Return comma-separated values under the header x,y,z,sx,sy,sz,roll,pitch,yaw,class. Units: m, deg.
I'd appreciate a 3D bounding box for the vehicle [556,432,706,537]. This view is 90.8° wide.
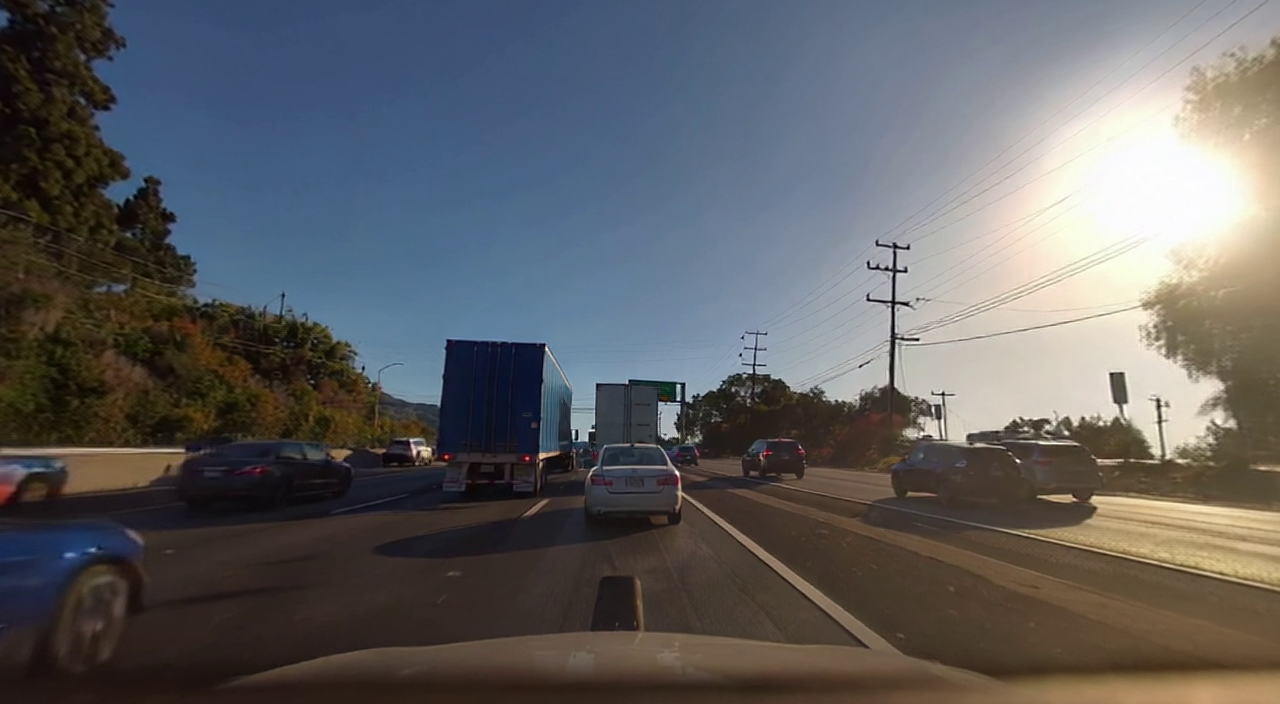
x,y,z,sx,sy,sz,roll,pitch,yaw,class
-0.221,2.183,10.998,2.112,1.463,4.012,0,-9,-3,vehicle

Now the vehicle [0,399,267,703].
x,y,z,sx,sy,sz,roll,pitch,yaw,class
-3.631,0.826,1.877,2.090,1.463,4.968,0,-9,-1,vehicle

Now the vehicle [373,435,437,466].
x,y,z,sx,sy,sz,roll,pitch,yaw,class
-13.483,5.697,36.629,2.148,1.678,4.851,1,-9,-4,vehicle

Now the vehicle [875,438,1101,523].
x,y,z,sx,sy,sz,roll,pitch,yaw,class
6.670,2.475,12.778,1.878,1.406,4.164,1,-9,-6,vehicle

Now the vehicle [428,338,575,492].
x,y,z,sx,sy,sz,roll,pitch,yaw,class
-4.781,3.100,26.703,3.150,4.298,17.928,0,-9,-3,vehicle

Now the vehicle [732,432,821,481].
x,y,z,sx,sy,sz,roll,pitch,yaw,class
5.029,3.919,23.931,2.023,1.676,4.002,1,-9,-7,vehicle
